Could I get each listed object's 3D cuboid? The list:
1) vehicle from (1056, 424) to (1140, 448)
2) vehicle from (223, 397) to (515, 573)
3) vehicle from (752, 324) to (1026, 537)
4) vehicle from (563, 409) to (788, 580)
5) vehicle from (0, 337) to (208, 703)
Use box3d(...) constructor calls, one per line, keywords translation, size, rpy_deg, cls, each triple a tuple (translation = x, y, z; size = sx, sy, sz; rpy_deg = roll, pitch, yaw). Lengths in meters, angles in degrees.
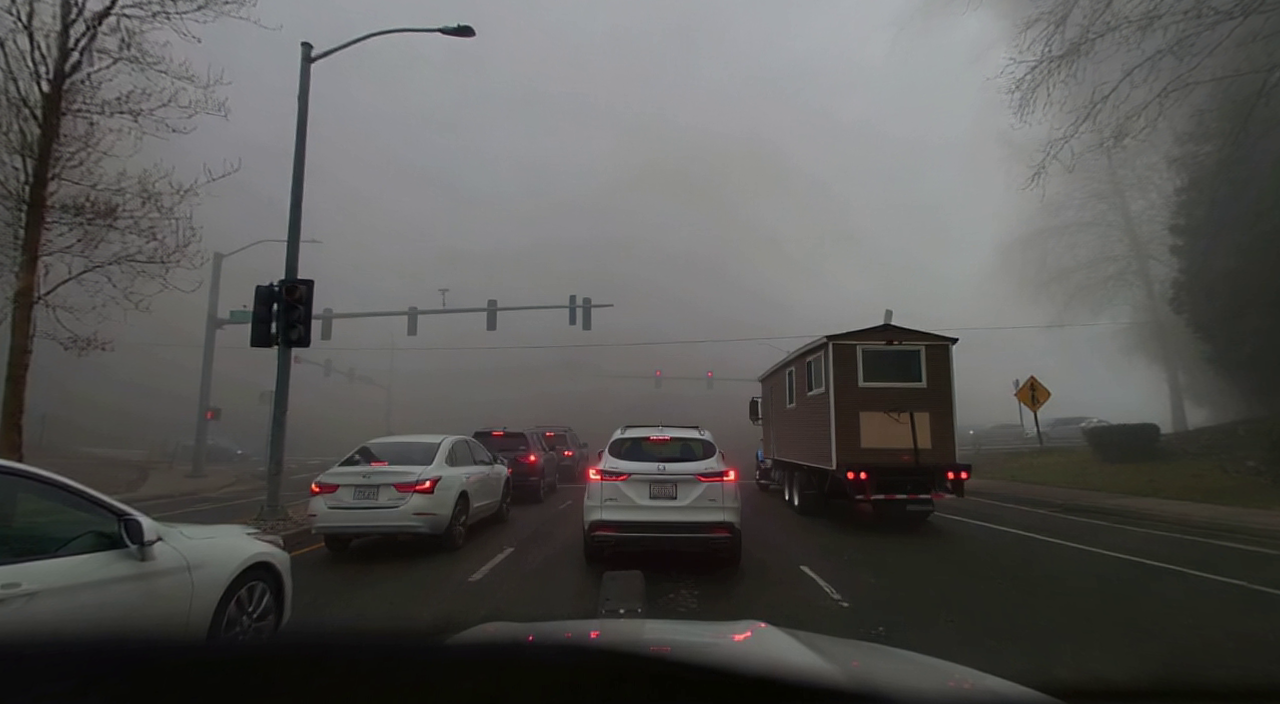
box3d(translation=(33.160, 6.135, 45.884), size=(4.671, 1.595, 1.824), rpy_deg=(-5, -10, 31), cls="vehicle")
box3d(translation=(-3.266, 1.713, 8.841), size=(2.085, 1.812, 4.388), rpy_deg=(0, -9, 0), cls="vehicle")
box3d(translation=(3.689, 1.404, 11.011), size=(2.531, 2.750, 5.595), rpy_deg=(0, -8, 1), cls="vehicle")
box3d(translation=(0.355, 1.705, 8.318), size=(2.189, 1.649, 4.171), rpy_deg=(0, -9, 0), cls="vehicle")
box3d(translation=(-3.431, 0.674, 1.474), size=(1.952, 1.730, 4.116), rpy_deg=(0, -9, -1), cls="vehicle")
